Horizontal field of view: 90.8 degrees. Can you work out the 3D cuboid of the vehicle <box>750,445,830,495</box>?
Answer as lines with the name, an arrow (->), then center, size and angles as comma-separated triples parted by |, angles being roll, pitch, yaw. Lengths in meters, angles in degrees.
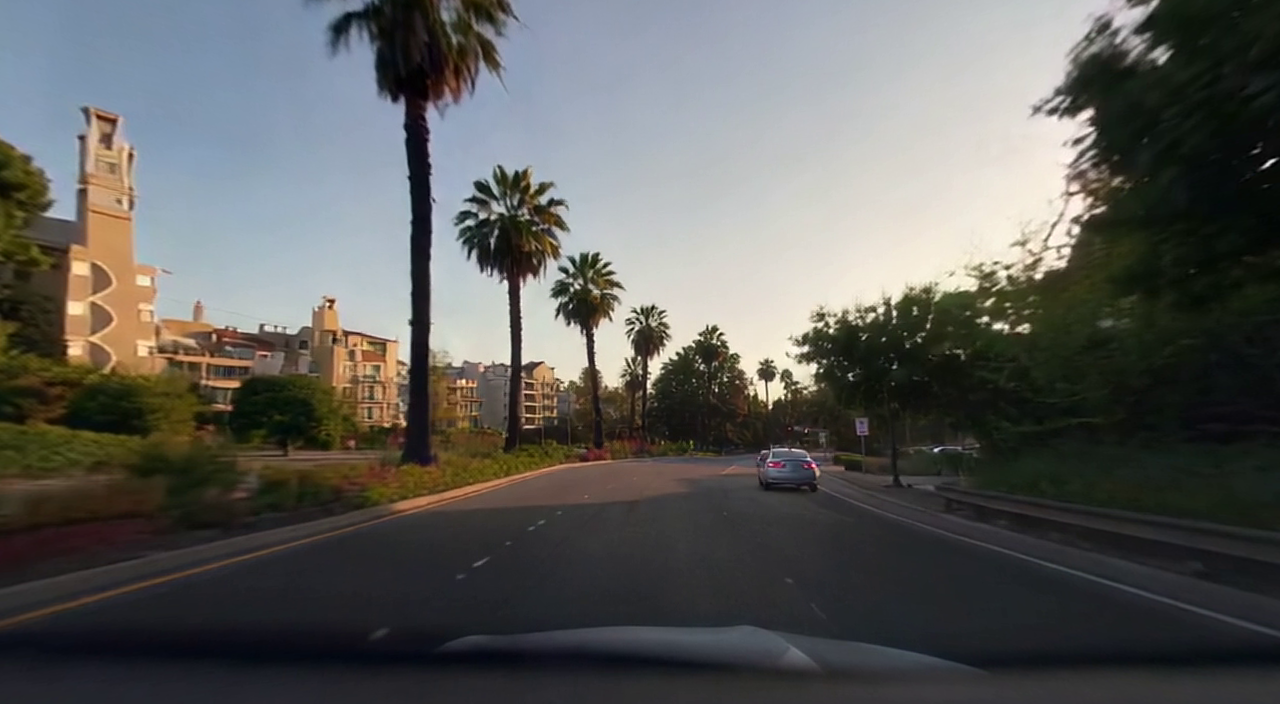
vehicle -> 4.887, 3.879, 21.090 | 1.993, 1.483, 3.821 | -1, -9, 4
